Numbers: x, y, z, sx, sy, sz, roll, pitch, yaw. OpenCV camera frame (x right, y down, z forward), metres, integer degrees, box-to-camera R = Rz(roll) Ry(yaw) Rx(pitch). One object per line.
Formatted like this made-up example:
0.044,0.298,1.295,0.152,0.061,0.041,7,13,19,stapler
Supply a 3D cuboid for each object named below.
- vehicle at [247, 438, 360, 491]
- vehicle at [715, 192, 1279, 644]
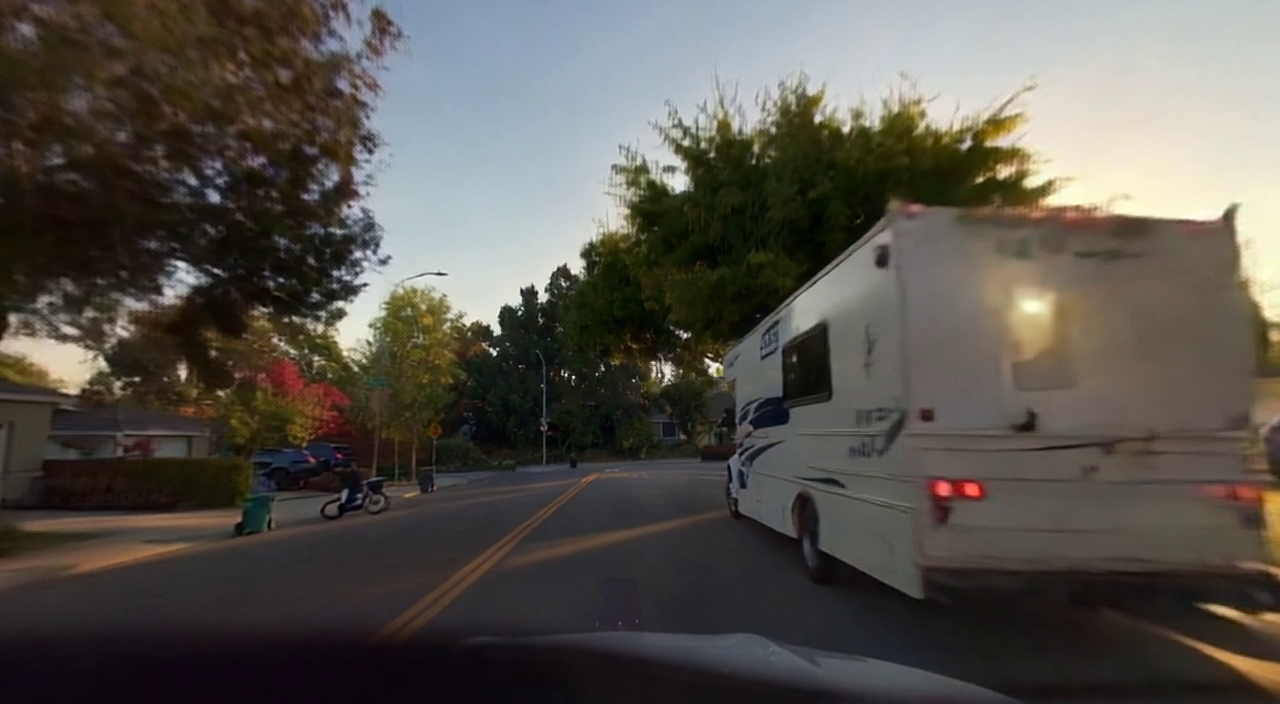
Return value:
-13.058,4.370,24.832,2.111,1.856,4.803,0,-8,-5,vehicle
3.150,1.037,8.996,2.915,3.243,8.972,0,-8,-1,vehicle
